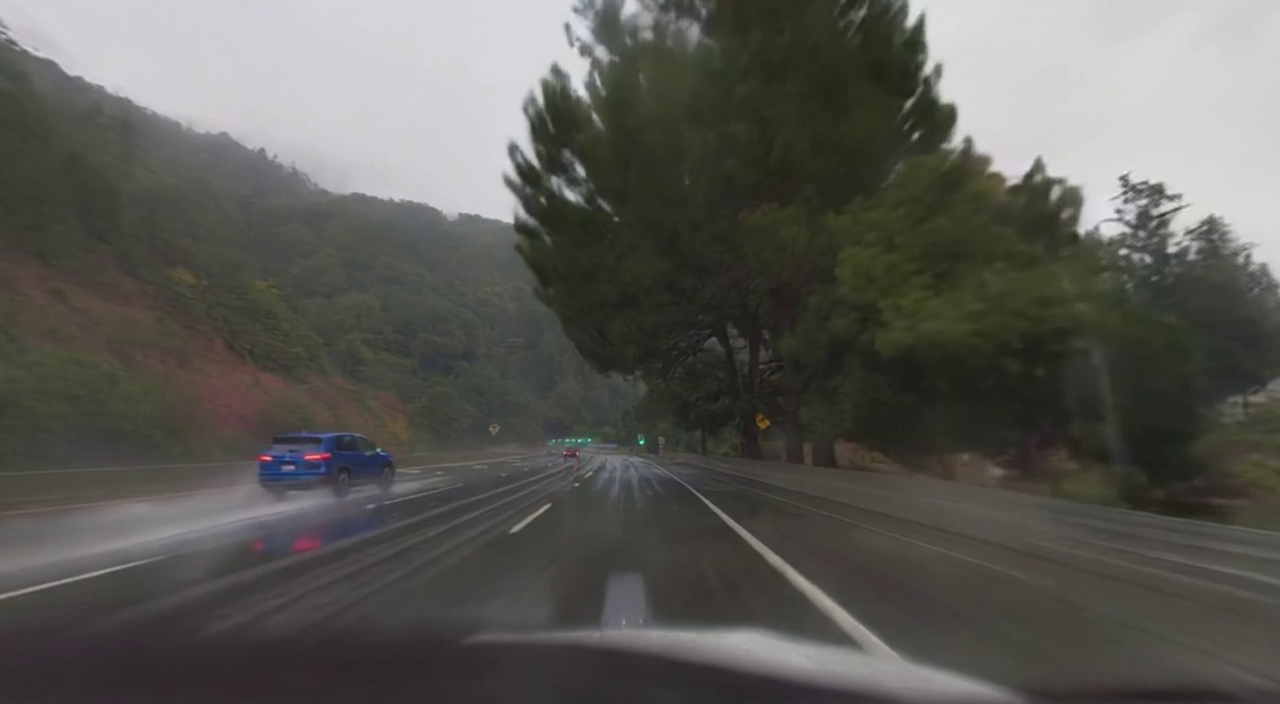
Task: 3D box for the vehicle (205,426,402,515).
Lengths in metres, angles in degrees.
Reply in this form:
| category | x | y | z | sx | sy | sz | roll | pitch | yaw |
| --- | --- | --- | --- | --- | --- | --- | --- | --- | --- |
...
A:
| category | x | y | z | sx | sy | sz | roll | pitch | yaw |
| --- | --- | --- | --- | --- | --- | --- | --- | --- | --- |
| vehicle | -7.431 | 2.654 | 14.610 | 2.046 | 1.712 | 4.533 | 0 | -8 | 0 |
